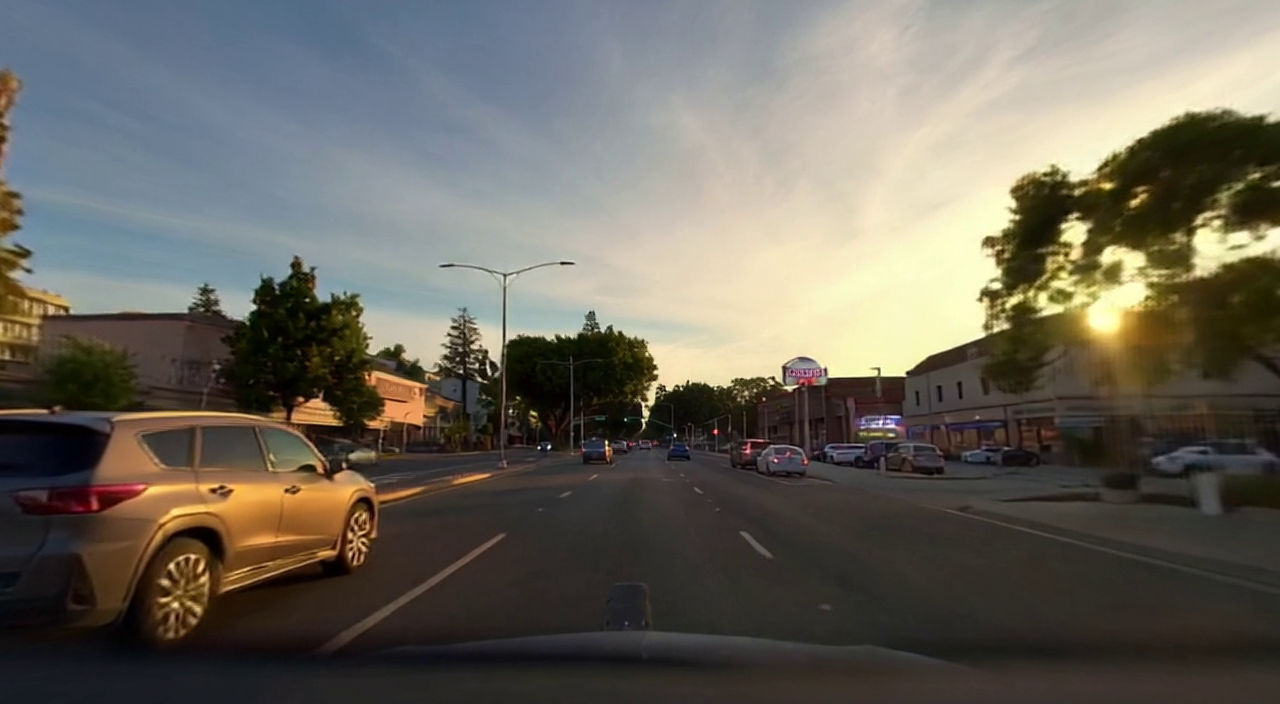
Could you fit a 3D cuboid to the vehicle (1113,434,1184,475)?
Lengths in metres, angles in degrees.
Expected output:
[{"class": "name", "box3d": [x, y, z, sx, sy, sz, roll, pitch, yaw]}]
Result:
[{"class": "vehicle", "box3d": [26.670, 5.335, 32.966, 5.164, 1.952, 1.981, 8, -11, -42]}]

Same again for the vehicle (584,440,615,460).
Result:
[{"class": "vehicle", "box3d": [-3.000, 7.464, 47.904, 2.005, 1.446, 4.265, 0, -8, 1]}]

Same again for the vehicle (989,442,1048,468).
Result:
[{"class": "vehicle", "box3d": [26.326, 7.137, 43.803, 4.673, 1.696, 1.922, 7, -11, -39]}]

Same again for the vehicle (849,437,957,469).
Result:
[{"class": "vehicle", "box3d": [15.174, 5.842, 36.625, 5.326, 1.690, 2.007, -8, -11, 41]}]

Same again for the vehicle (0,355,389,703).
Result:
[{"class": "vehicle", "box3d": [-3.584, 1.112, 4.421, 1.983, 1.635, 3.957, 0, -8, 0]}]

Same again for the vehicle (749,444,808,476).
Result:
[{"class": "vehicle", "box3d": [6.722, 5.285, 31.094, 1.888, 1.425, 4.547, 0, -8, 1]}]
